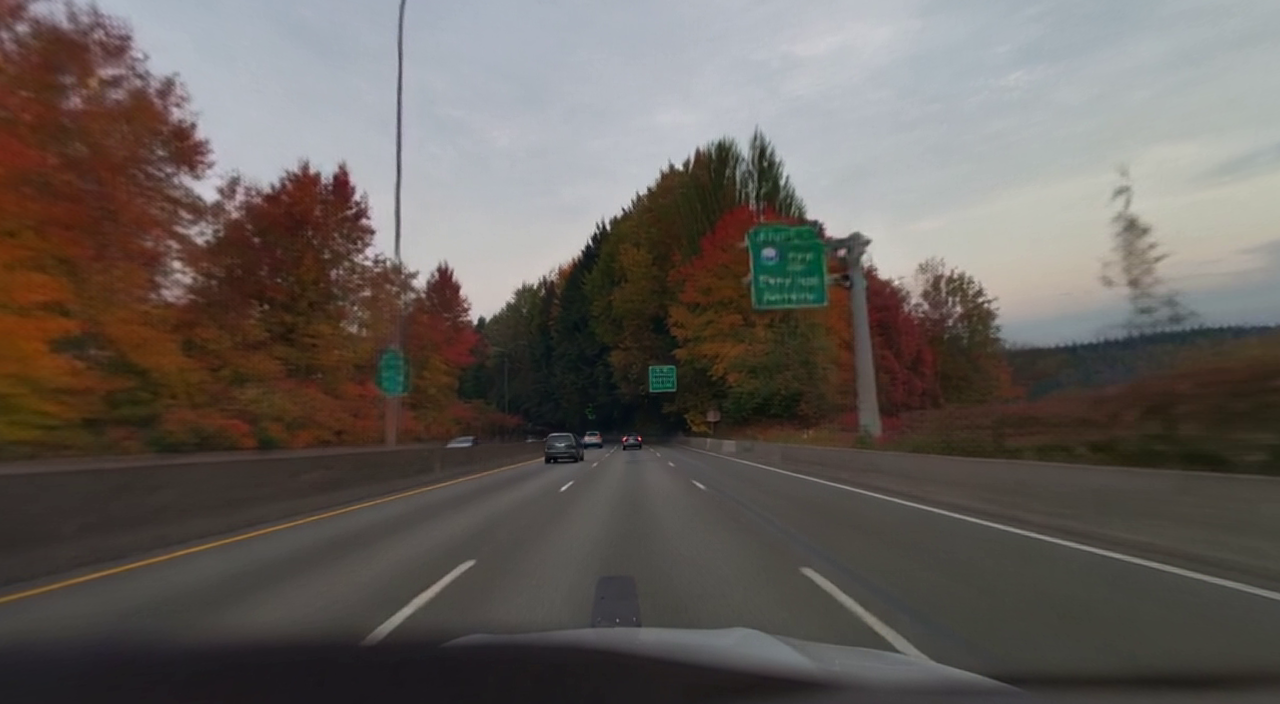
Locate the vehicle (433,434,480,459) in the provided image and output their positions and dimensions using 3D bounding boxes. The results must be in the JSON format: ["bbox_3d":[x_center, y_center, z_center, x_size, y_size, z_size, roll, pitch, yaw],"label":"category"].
[{"bbox_3d":[-12.153,6.277,41.995,1.872,1.550,4.089,0,-8,0],"label":"vehicle"}]

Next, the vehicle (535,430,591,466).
[{"bbox_3d":[-3.383,4.301,28.495,1.989,1.497,4.645,0,-8,0],"label":"vehicle"}]

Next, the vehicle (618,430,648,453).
[{"bbox_3d":[-0.523,6.378,44.900,2.054,1.609,3.859,0,-8,-1],"label":"vehicle"}]
